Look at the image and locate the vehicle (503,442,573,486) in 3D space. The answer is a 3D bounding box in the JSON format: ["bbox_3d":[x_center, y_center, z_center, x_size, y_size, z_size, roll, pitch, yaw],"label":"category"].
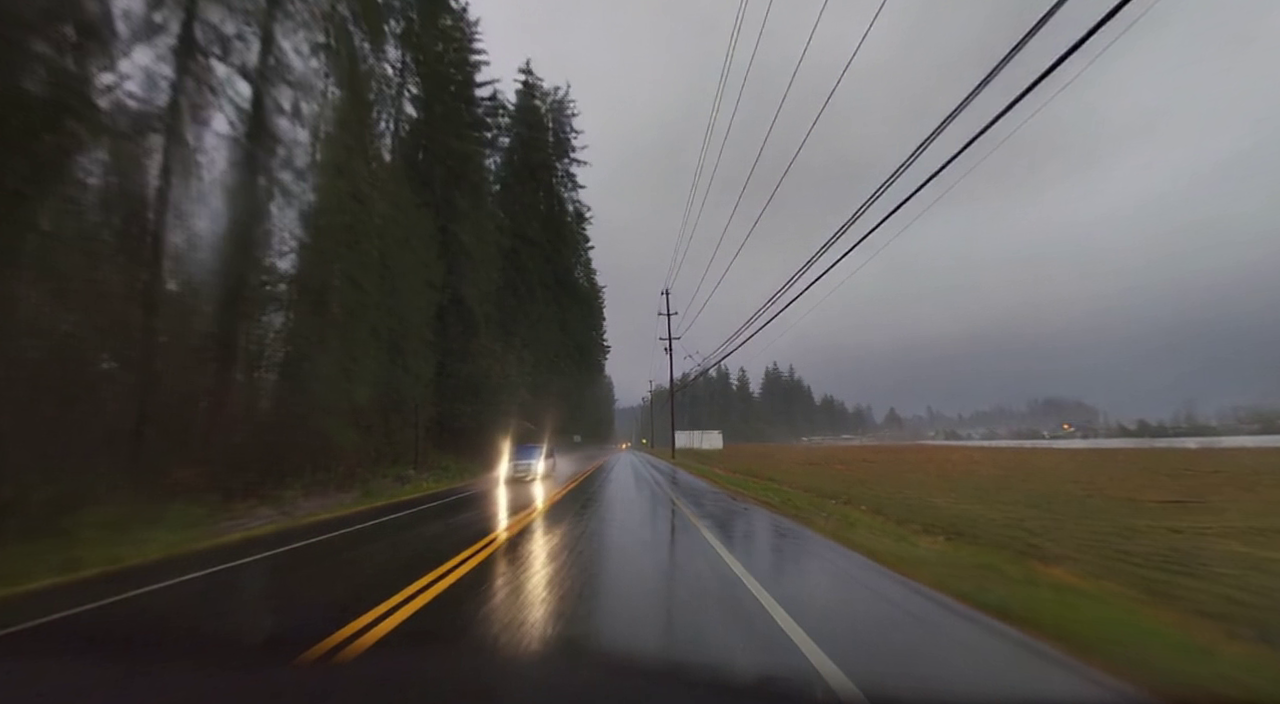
[{"bbox_3d":[-3.925,4.364,24.979,2.030,1.552,4.188,0,-9,0],"label":"vehicle"}]
